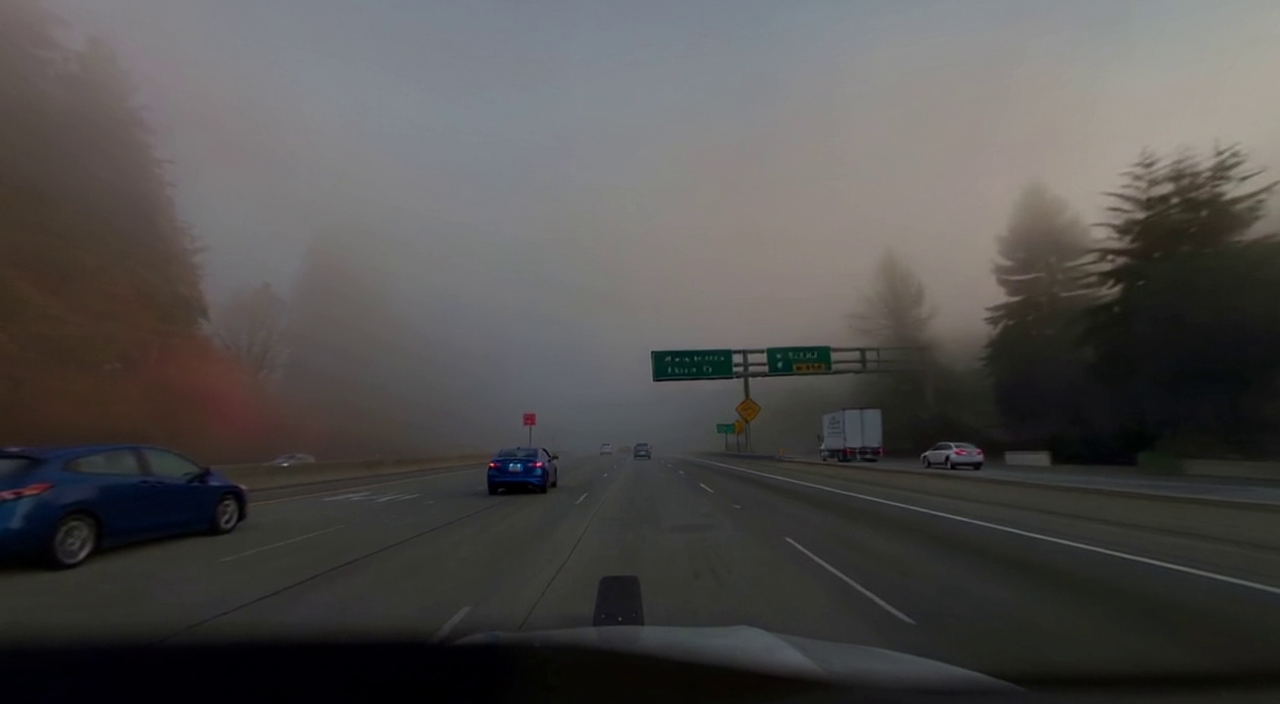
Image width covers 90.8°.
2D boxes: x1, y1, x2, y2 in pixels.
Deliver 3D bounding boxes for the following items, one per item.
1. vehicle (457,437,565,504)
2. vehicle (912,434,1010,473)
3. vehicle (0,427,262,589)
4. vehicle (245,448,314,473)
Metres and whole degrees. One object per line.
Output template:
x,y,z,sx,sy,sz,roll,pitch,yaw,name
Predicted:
-3.281,3.103,16.963,2.020,1.554,4.137,0,-9,0,vehicle
15.143,4.832,30.176,2.081,1.707,4.756,0,-9,-1,vehicle
-7.129,1.771,7.850,1.955,1.540,4.715,0,-9,-1,vehicle
-24.841,7.487,43.791,1.978,1.573,4.700,0,-9,0,vehicle
